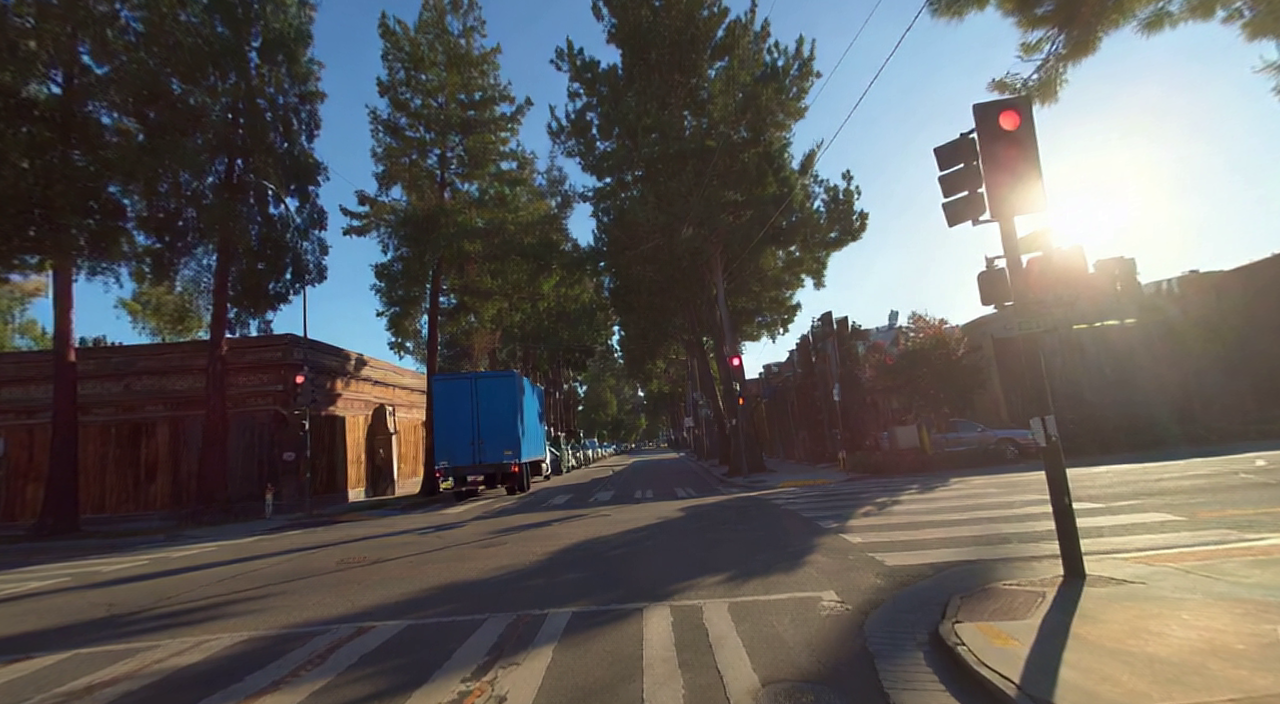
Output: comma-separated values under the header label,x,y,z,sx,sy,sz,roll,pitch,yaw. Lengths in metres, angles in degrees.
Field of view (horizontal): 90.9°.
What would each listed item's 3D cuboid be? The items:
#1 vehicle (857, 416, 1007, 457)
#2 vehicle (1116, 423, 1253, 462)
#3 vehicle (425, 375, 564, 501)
label,x,y,z,sx,sy,sz,roll,pitch,yaw
vehicle,10.696,3.141,23.424,4.643,1.456,1.820,-1,-8,5
vehicle,24.952,4.161,29.028,4.268,1.695,2.053,0,-8,3
vehicle,-5.728,3.723,27.147,3.113,4.041,10.284,-7,-8,0
